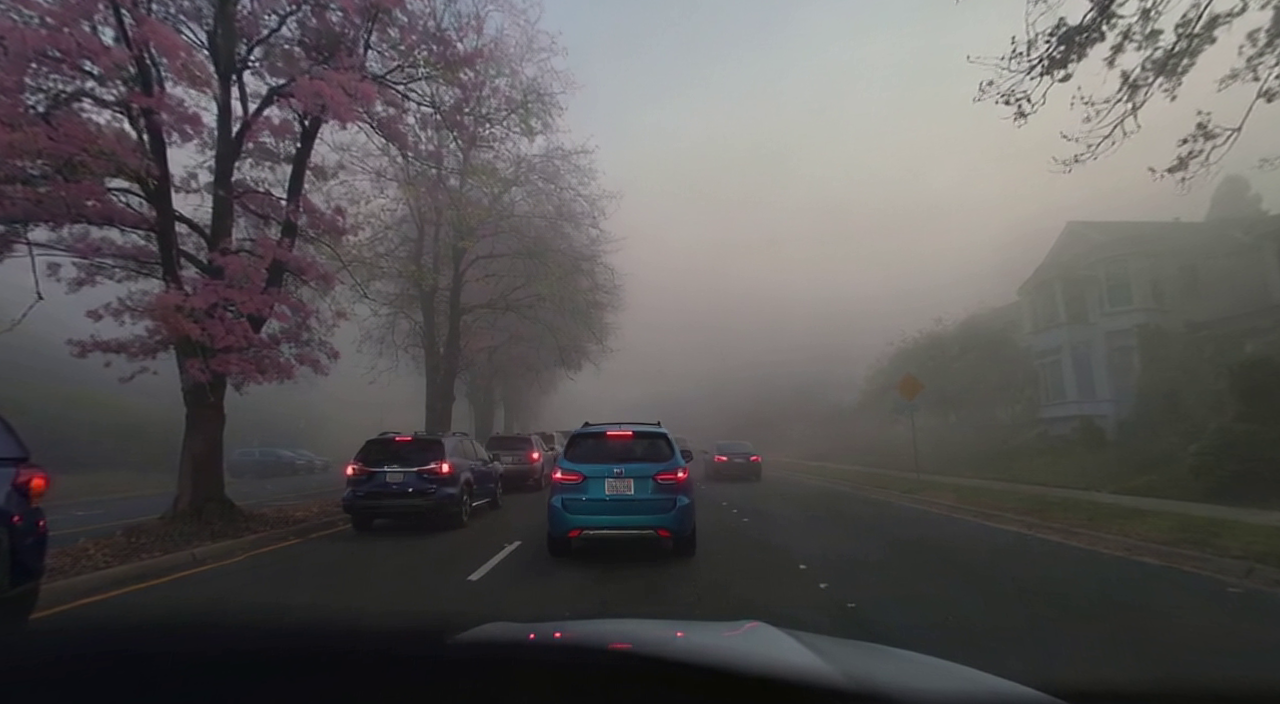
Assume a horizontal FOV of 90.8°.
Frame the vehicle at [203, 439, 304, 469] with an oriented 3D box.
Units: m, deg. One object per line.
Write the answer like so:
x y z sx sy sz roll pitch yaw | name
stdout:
-28.492 7.526 46.840 5.856 2.096 2.481 3 -9 -18 | vehicle

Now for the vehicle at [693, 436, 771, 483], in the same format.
3.244 3.890 23.186 2.056 1.536 4.678 0 -8 -1 | vehicle

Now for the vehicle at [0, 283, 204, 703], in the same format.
-3.530 0.513 0.937 2.304 1.928 4.833 0 -8 0 | vehicle

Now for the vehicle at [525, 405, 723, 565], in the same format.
-0.192 1.728 8.864 2.112 1.693 4.058 0 -8 -1 | vehicle

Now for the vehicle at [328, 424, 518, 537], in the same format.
-3.661 2.234 11.648 1.948 1.668 4.279 0 -8 0 | vehicle
